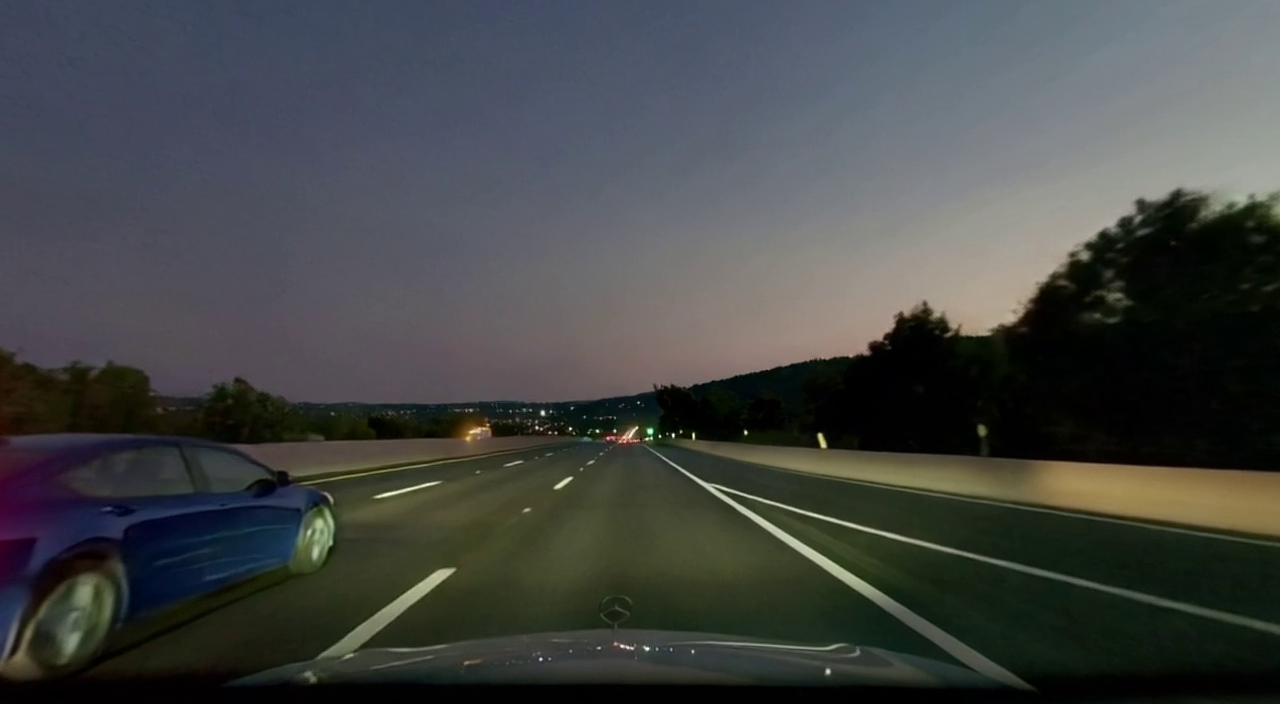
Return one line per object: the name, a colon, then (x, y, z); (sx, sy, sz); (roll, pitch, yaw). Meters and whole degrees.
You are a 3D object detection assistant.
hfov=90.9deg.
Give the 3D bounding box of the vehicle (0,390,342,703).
vehicle: (-3.743, 1.044, 3.568); (2.026, 1.517, 4.325); (0, -8, -1)
